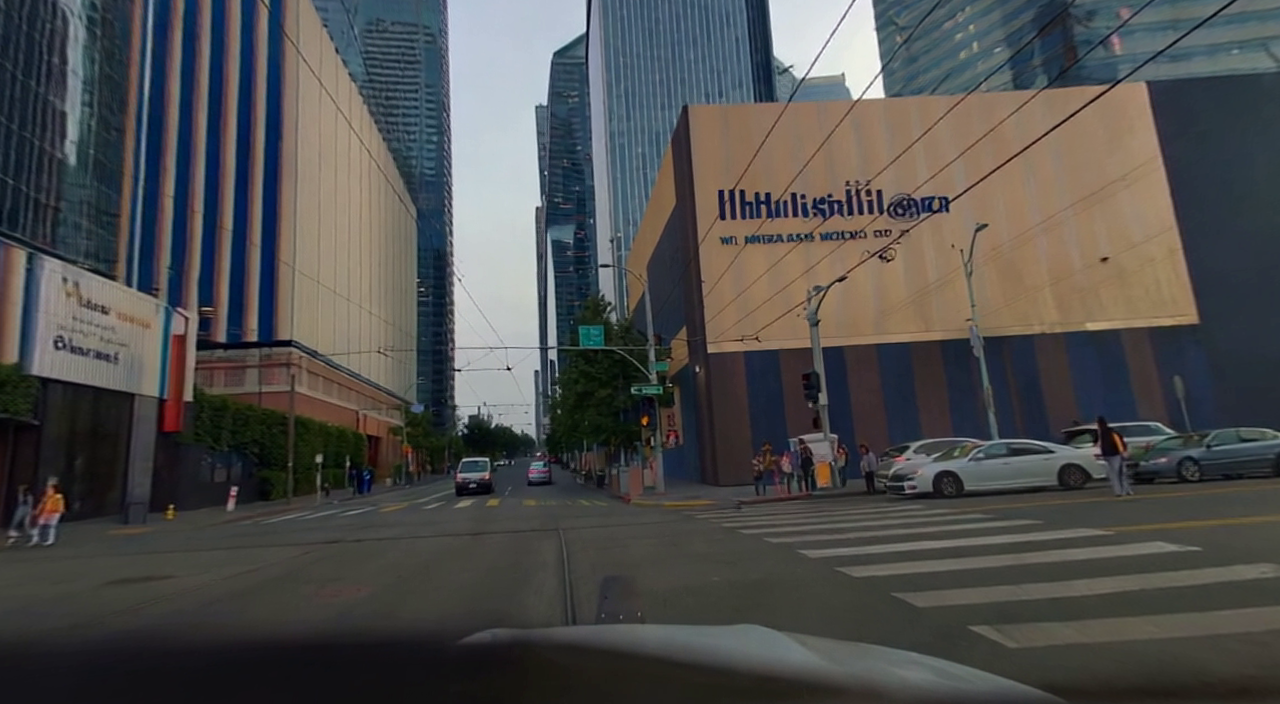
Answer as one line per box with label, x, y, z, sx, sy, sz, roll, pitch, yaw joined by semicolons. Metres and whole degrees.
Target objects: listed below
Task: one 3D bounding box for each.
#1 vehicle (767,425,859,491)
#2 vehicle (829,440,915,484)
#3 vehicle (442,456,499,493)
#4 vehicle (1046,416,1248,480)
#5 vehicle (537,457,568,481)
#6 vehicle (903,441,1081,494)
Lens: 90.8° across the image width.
vehicle;6.898;4.225;25.817;2.316;2.425;4.466;1;-7;-3
vehicle;9.459;4.548;26.123;1.856;1.627;4.098;1;-10;-2
vehicle;-9.306;6.718;35.075;2.121;1.792;4.510;0;-9;-3
vehicle;16.311;3.119;20.494;4.944;1.946;1.952;1;-8;-4
vehicle;-5.935;7.990;43.315;1.797;1.490;4.549;0;-9;-4
vehicle;10.958;3.586;19.844;4.697;1.510;1.596;0;-9;-6
